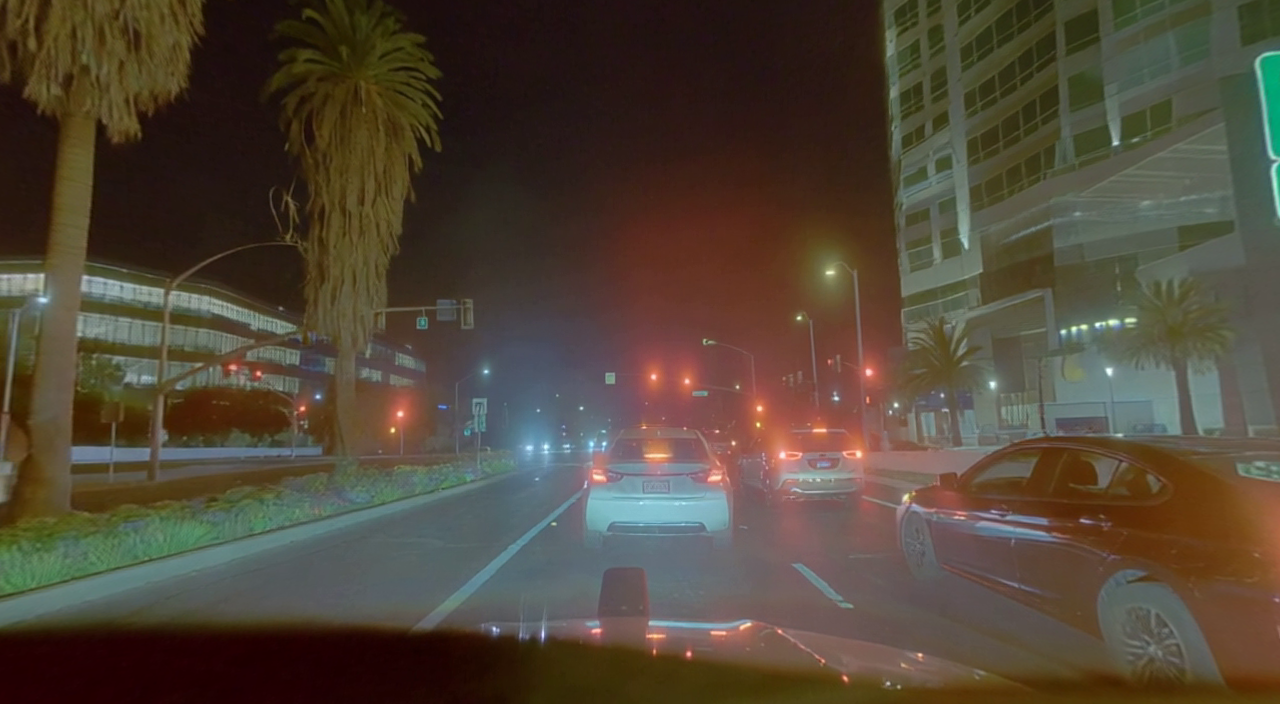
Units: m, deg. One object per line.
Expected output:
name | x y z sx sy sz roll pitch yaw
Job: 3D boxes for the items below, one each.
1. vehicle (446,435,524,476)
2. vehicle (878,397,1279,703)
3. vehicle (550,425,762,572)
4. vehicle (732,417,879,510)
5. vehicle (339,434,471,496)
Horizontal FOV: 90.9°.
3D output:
vehicle | -6.060 4.096 25.217 1.822 1.456 4.396 -1 -8 2
vehicle | 3.538 1.217 4.476 1.910 1.490 4.661 0 -8 0
vehicle | 0.171 1.784 8.461 2.140 1.474 4.026 0 -8 0
vehicle | 3.491 2.461 14.303 2.169 1.751 4.276 0 -8 0
vehicle | -6.265 3.048 17.380 1.900 1.487 4.165 0 -8 2
